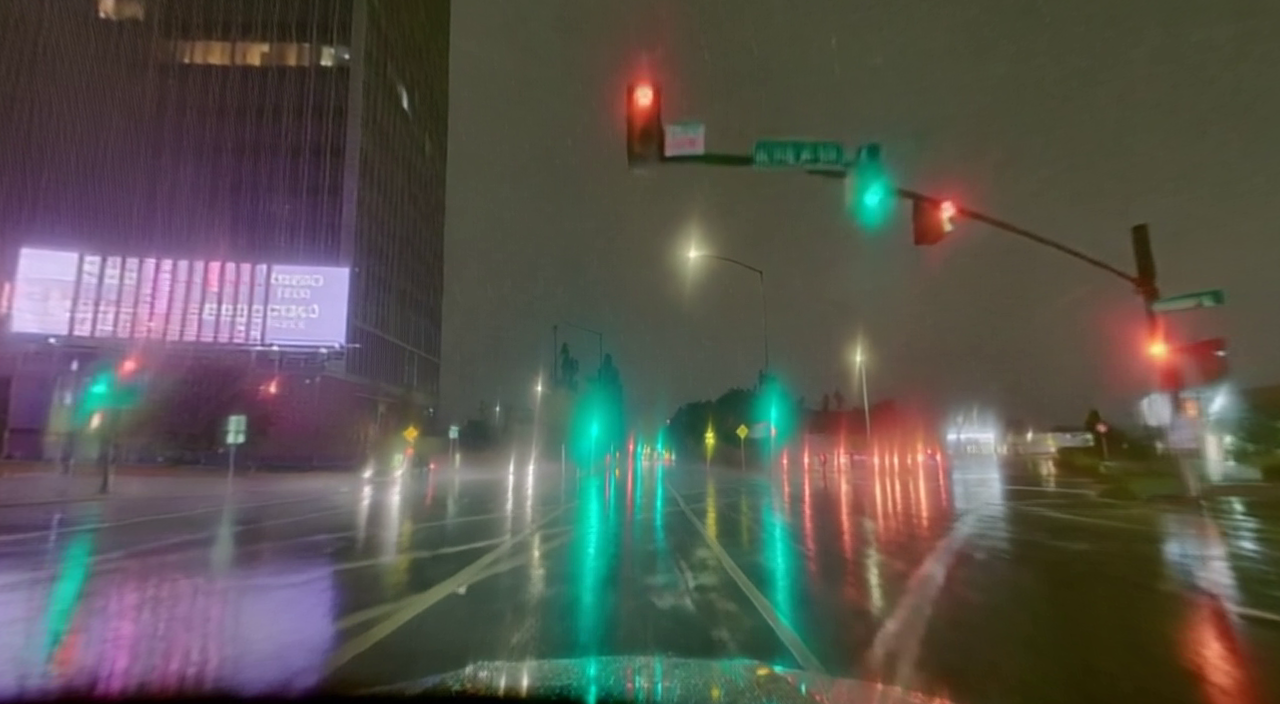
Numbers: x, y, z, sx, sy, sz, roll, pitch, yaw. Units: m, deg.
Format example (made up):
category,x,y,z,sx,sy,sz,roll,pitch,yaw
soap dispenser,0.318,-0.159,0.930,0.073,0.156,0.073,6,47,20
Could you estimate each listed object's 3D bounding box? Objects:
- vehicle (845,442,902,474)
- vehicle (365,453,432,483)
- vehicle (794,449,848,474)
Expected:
category,x,y,z,sx,sy,sz,roll,pitch,yaw
vehicle,14.884,6.697,40.080,2.232,1.814,5.285,-6,-11,31
vehicle,-14.649,7.037,38.592,2.161,1.681,4.743,0,-9,1
vehicle,11.828,7.081,41.047,2.023,1.527,5.016,-6,-11,31
